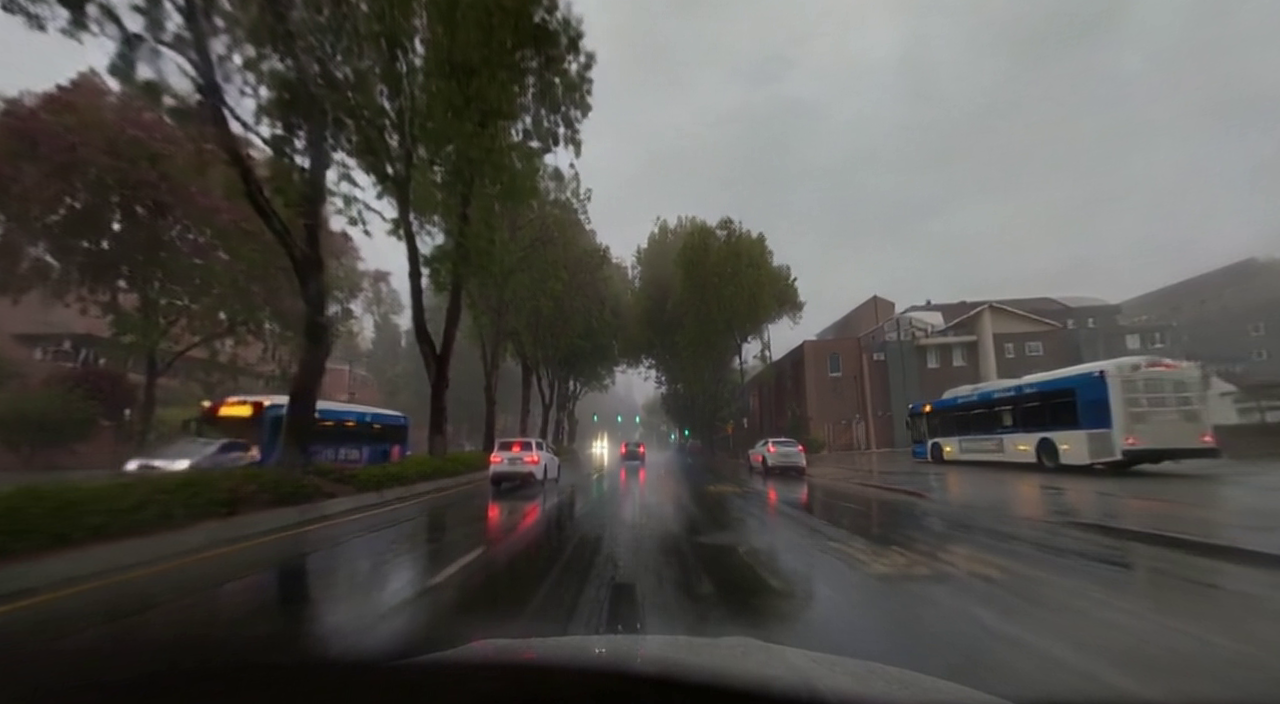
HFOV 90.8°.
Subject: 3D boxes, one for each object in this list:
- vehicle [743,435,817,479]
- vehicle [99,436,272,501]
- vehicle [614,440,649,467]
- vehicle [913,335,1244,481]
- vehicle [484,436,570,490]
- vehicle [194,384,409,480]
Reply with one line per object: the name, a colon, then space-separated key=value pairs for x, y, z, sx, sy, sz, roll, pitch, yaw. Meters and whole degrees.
vehicle: x=6.376 y=4.866 z=29.608 sx=2.206 sy=1.803 sz=5.753 roll=0 pitch=-8 yaw=0
vehicle: x=-11.969 y=3.060 z=17.024 sx=1.797 sy=1.532 sz=3.869 roll=0 pitch=-8 yaw=-1
vehicle: x=-0.486 y=6.189 z=38.714 sx=1.999 sy=1.520 sz=3.896 roll=0 pitch=-8 yaw=0
vehicle: x=17.723 y=2.910 z=28.745 sx=3.225 sy=4.571 sz=16.558 roll=-3 pitch=-8 yaw=0
vehicle: x=-3.480 y=3.505 z=20.304 sx=1.934 sy=1.522 sz=4.287 roll=0 pitch=-8 yaw=1
vehicle: x=-15.575 y=4.109 z=31.356 sx=3.303 sy=3.710 sz=13.912 roll=0 pitch=-8 yaw=-1
